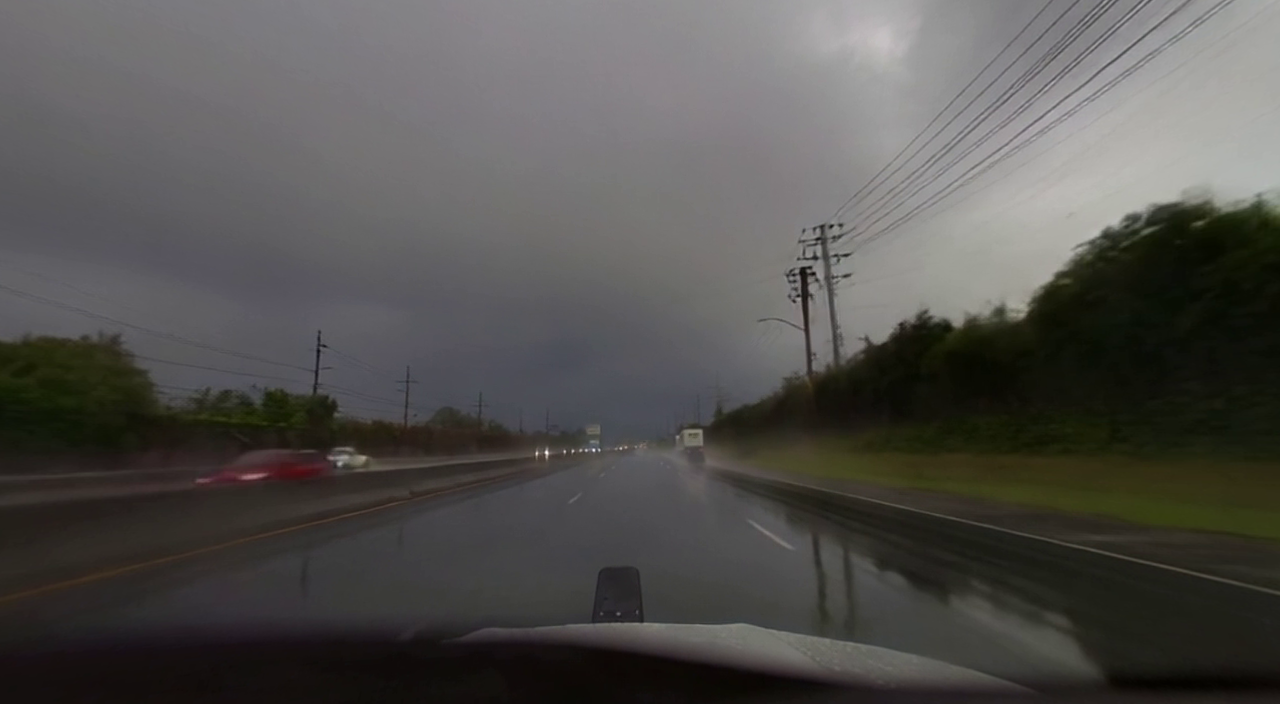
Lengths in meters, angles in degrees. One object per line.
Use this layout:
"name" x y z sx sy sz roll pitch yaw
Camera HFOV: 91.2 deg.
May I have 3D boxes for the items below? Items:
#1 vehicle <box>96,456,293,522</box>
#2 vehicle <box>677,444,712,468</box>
"vehicle" -11.593 3.551 16.813 1.994 1.464 4.494 0 -9 0
"vehicle" 3.820 7.312 44.224 2.054 1.565 4.089 0 -9 -1
